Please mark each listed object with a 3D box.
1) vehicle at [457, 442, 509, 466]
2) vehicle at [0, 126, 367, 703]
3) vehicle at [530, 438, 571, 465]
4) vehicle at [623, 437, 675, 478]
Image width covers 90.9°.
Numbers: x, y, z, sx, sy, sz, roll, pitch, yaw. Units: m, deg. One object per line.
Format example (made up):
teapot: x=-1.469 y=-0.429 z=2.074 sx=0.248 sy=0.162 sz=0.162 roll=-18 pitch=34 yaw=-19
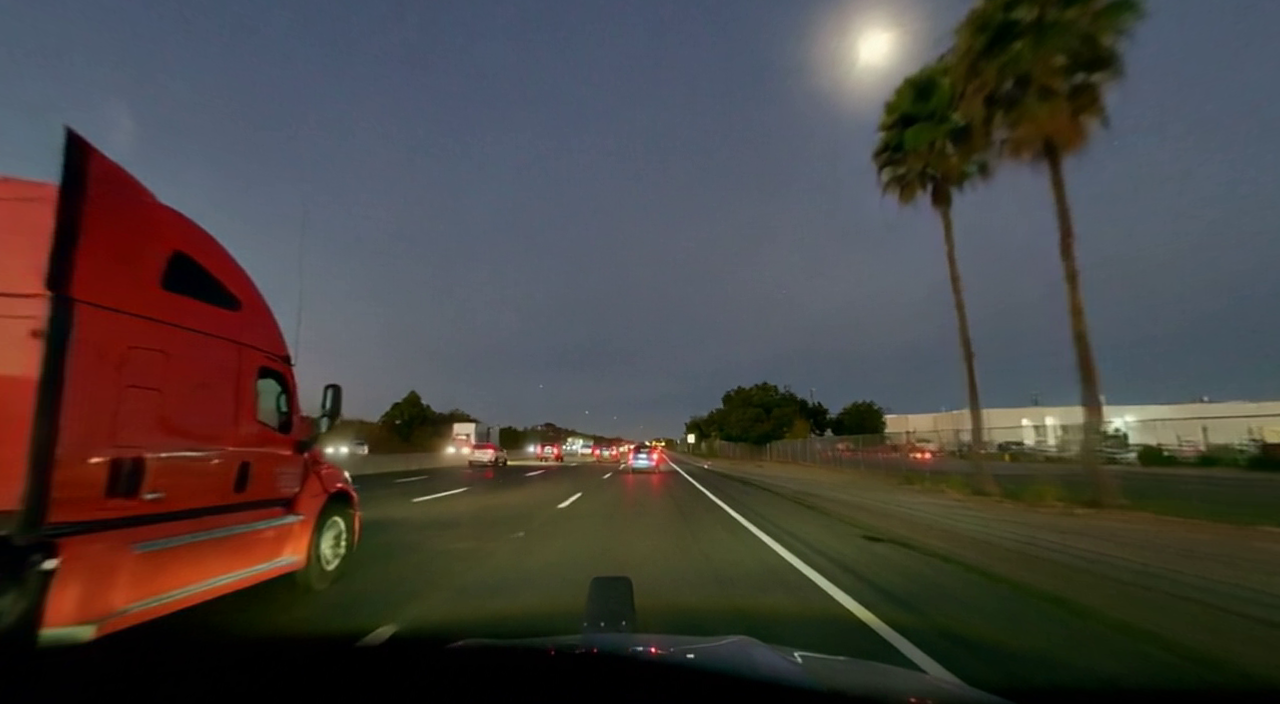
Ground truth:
vehicle: x=-10.162 y=6.616 z=41.165 sx=1.910 sy=1.501 sz=5.004 roll=0 pitch=-8 yaw=2
vehicle: x=-3.468 y=0.395 z=1.796 sx=2.693 sy=2.348 sz=5.694 roll=0 pitch=-8 yaw=1
vehicle: x=-6.259 y=7.038 z=44.719 sx=2.105 sy=1.790 sz=4.689 roll=0 pitch=-8 yaw=2
vehicle: x=0.407 y=4.638 z=28.007 sx=2.136 sy=1.678 sz=4.052 roll=0 pitch=-8 yaw=1
